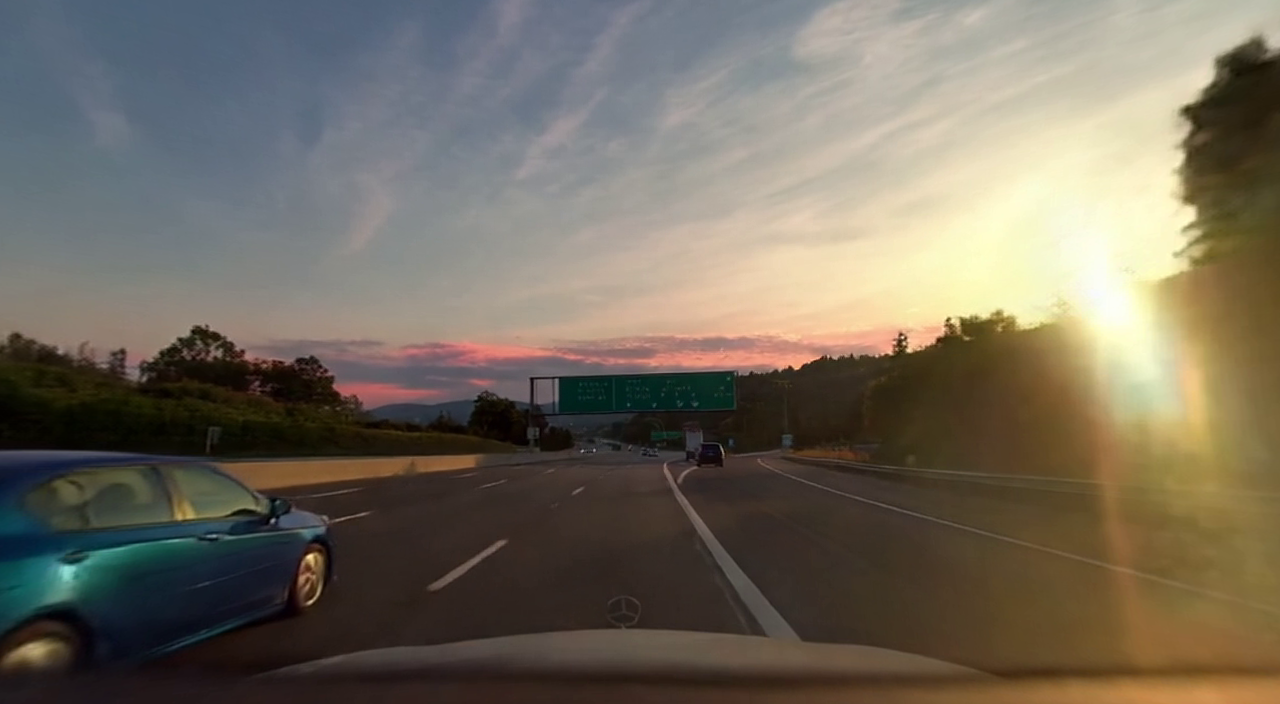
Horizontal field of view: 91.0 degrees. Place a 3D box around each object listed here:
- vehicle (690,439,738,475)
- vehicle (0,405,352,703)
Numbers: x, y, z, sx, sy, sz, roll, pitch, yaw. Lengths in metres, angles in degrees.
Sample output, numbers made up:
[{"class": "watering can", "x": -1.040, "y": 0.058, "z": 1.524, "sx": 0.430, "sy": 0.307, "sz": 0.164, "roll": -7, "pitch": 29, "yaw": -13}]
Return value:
[{"class": "vehicle", "x": 4.006, "y": 5.767, "z": 34.768, "sx": 2.225, "sy": 1.833, "sz": 4.340, "roll": -1, "pitch": -9, "yaw": 1}, {"class": "vehicle", "x": -3.469, "y": 1.075, "z": 3.147, "sx": 1.937, "sy": 1.490, "sz": 4.372, "roll": -1, "pitch": -9, "yaw": 1}]
